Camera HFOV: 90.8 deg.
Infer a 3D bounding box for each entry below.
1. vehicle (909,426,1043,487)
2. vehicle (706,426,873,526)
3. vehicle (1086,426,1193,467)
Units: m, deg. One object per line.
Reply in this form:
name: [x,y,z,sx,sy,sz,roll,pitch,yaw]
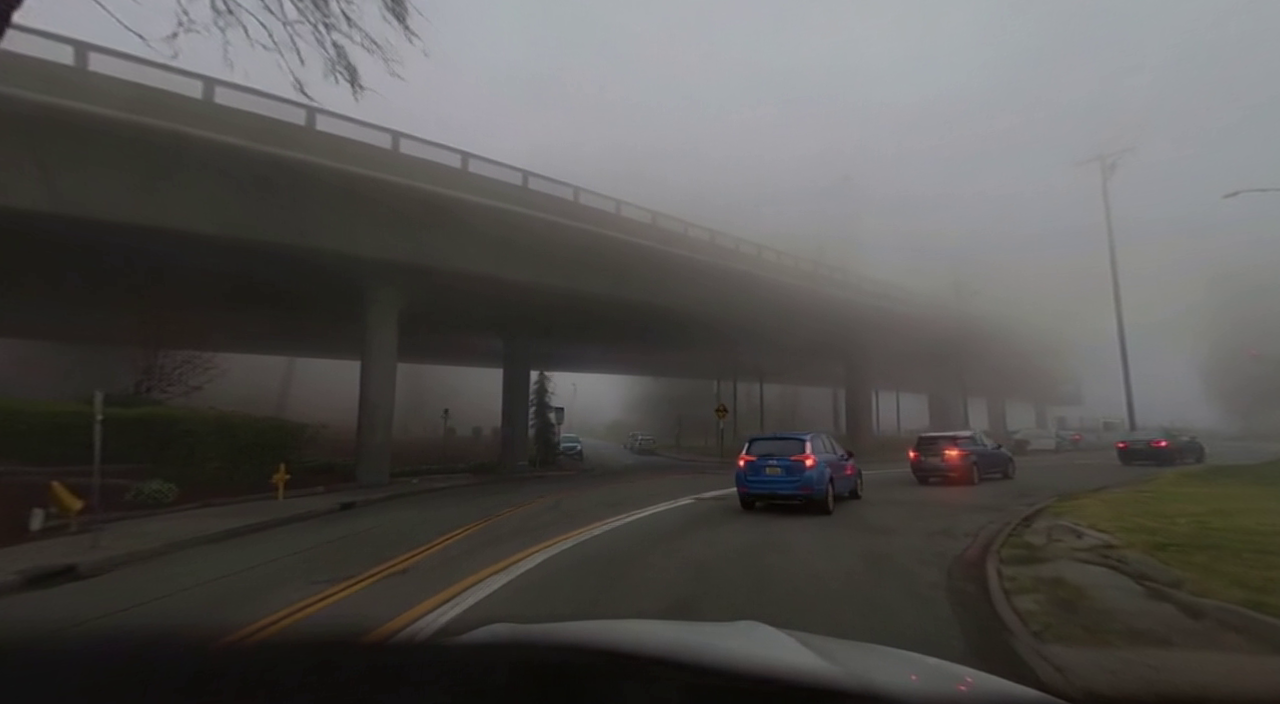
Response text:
vehicle: [11.772,3.587,22.024,4.771,1.885,2.241,6,-11,-38]
vehicle: [3.186,2.356,12.636,2.087,1.578,4.652,-5,-10,28]
vehicle: [23.387,4.424,29.579,4.310,1.762,1.995,4,-9,-24]
